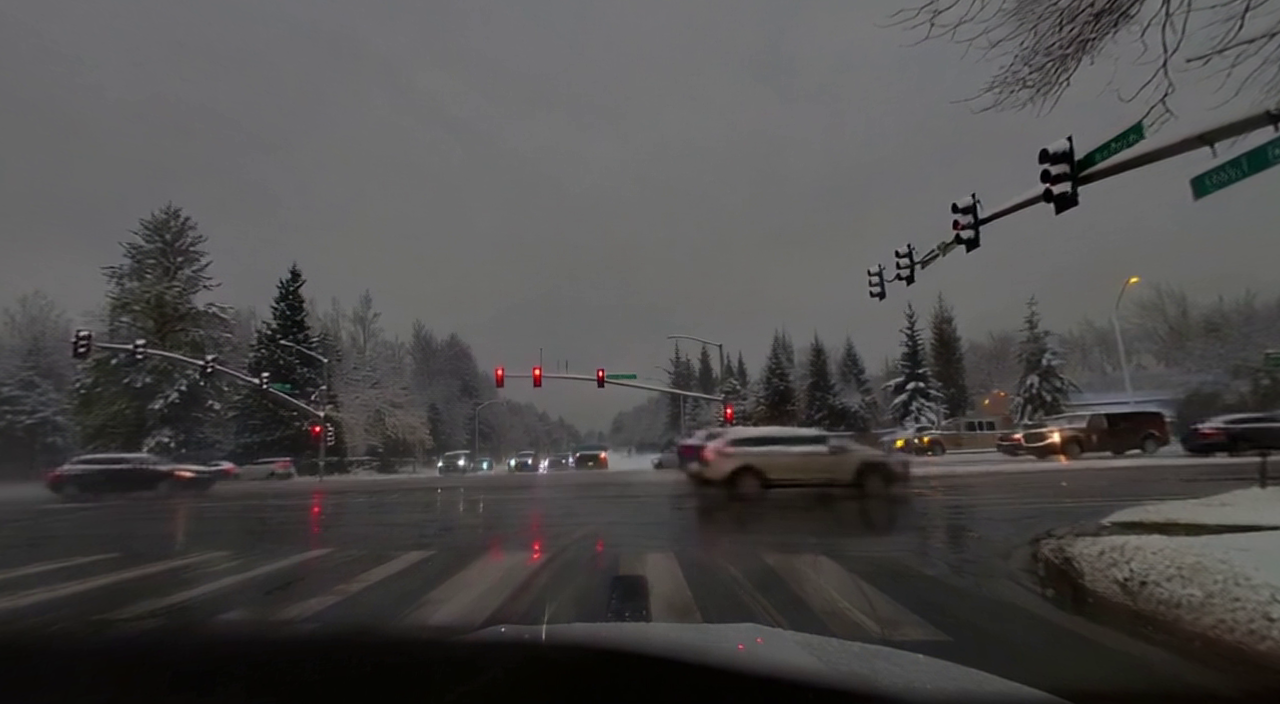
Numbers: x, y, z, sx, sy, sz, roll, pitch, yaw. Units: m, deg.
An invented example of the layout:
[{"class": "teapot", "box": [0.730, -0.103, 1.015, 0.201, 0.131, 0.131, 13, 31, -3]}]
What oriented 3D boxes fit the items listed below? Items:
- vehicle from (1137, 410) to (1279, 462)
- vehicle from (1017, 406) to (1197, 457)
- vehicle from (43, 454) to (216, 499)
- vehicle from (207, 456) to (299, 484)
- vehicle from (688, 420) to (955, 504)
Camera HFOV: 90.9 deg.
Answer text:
[{"class": "vehicle", "box": [18.202, 2.543, 19.019, 4.606, 1.479, 1.821, -1, -9, 7]}, {"class": "vehicle", "box": [17.423, 3.028, 23.770, 4.987, 1.780, 1.996, -1, -9, 6]}, {"class": "vehicle", "box": [-17.832, 4.324, 22.131, 4.650, 1.448, 1.892, -1, -9, 6]}, {"class": "vehicle", "box": [-23.230, 7.105, 37.936, 4.397, 1.582, 1.820, -1, -9, 6]}, {"class": "vehicle", "box": [3.417, 2.183, 12.669, 4.808, 1.517, 1.806, -1, -9, 6]}]
